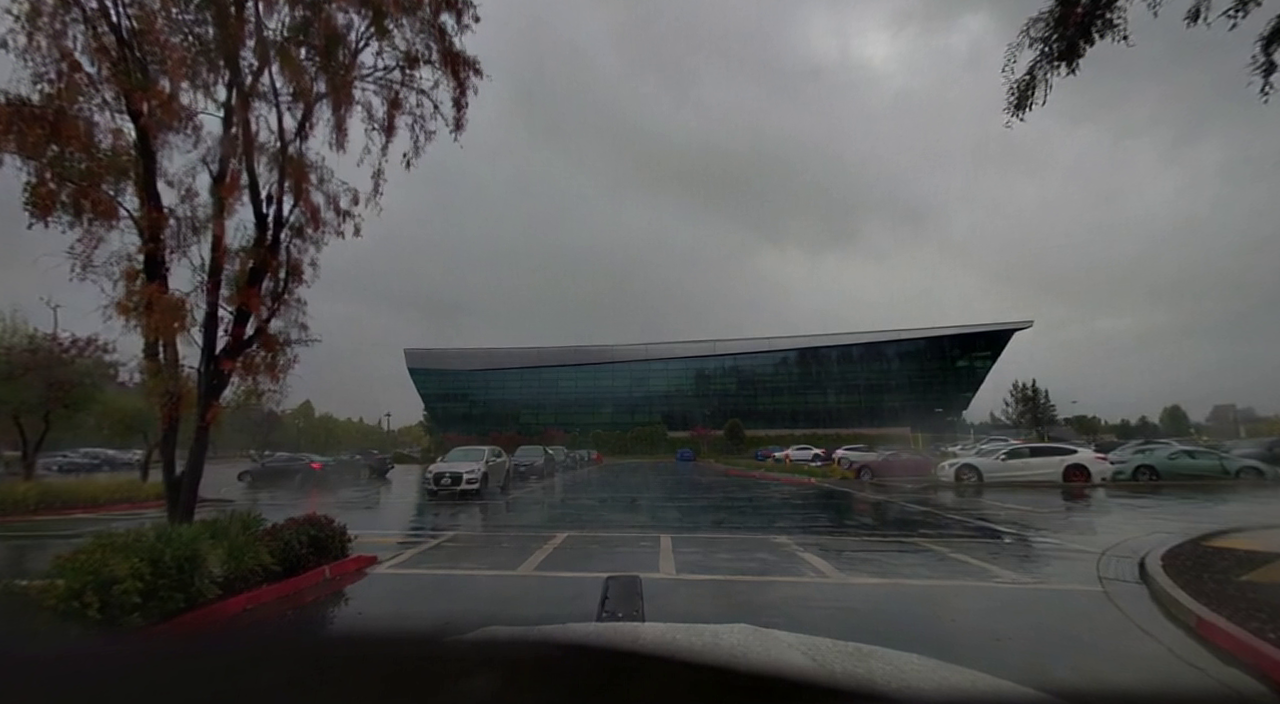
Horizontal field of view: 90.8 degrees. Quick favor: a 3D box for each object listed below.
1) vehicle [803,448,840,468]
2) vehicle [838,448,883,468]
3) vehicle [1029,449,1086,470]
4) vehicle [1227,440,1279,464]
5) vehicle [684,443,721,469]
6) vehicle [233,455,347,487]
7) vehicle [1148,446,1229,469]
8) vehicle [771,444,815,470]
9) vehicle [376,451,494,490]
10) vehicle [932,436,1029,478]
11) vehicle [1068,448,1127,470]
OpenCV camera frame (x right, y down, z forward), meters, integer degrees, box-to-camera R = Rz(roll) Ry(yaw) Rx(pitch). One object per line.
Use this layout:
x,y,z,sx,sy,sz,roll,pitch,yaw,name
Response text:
14.208,8.300,49.644,1.935,1.477,3.719,0,-9,3,vehicle
17.053,8.223,49.069,1.971,1.478,4.477,0,-8,1,vehicle
28.304,7.286,42.959,1.495,1.371,3.336,-1,-9,-1,vehicle
43.061,6.810,43.086,1.758,1.572,4.421,0,-8,1,vehicle
4.597,7.744,47.286,2.262,1.794,5.331,0,-8,1,vehicle
-16.742,5.694,30.356,4.331,1.437,1.876,0,-8,2,vehicle
37.016,7.116,42.776,1.678,1.423,4.191,0,-8,-2,vehicle
10.524,7.204,43.703,1.936,1.673,4.305,0,-8,0,vehicle
-8.699,4.972,26.901,4.442,1.504,1.809,4,-10,-28,vehicle
16.477,5.093,30.948,2.048,1.852,4.998,0,-9,1,vehicle
31.297,7.308,43.271,1.519,1.371,3.278,0,-8,-1,vehicle
